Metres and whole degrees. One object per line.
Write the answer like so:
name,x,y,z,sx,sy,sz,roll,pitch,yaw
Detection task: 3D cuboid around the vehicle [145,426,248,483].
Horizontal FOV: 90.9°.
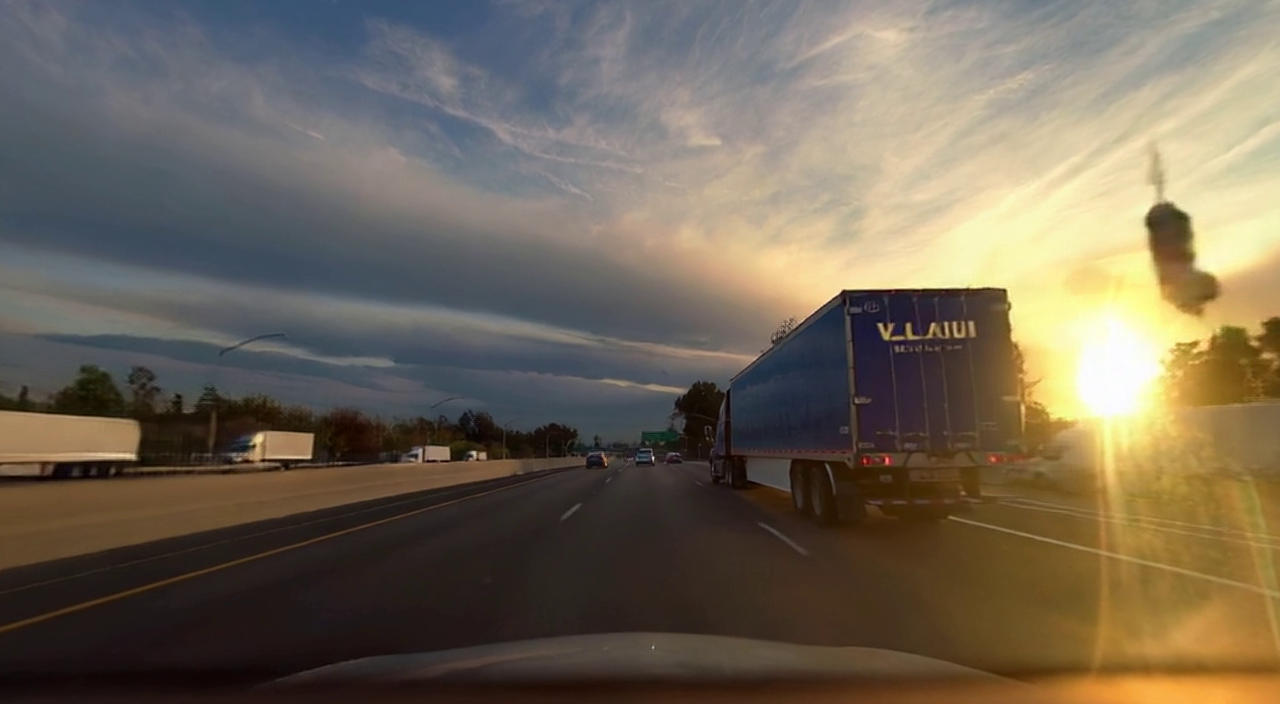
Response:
vehicle,-30.550,7.087,43.783,2.960,3.677,5.863,1,-9,-4

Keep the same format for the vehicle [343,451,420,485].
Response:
vehicle,-11.878,5.314,29.215,1.759,1.438,4.117,0,-9,1

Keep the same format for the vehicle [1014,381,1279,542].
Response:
vehicle,18.035,3.533,20.785,2.858,4.111,14.077,0,-9,0

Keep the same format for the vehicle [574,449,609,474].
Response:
vehicle,-3.361,7.717,44.562,2.107,1.626,4.804,0,-9,0

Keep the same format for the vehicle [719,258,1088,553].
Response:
vehicle,4.454,1.754,15.749,2.847,4.075,14.244,0,-9,-1

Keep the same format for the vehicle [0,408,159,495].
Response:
vehicle,-30.817,4.841,30.948,2.831,3.967,14.344,1,-8,1
